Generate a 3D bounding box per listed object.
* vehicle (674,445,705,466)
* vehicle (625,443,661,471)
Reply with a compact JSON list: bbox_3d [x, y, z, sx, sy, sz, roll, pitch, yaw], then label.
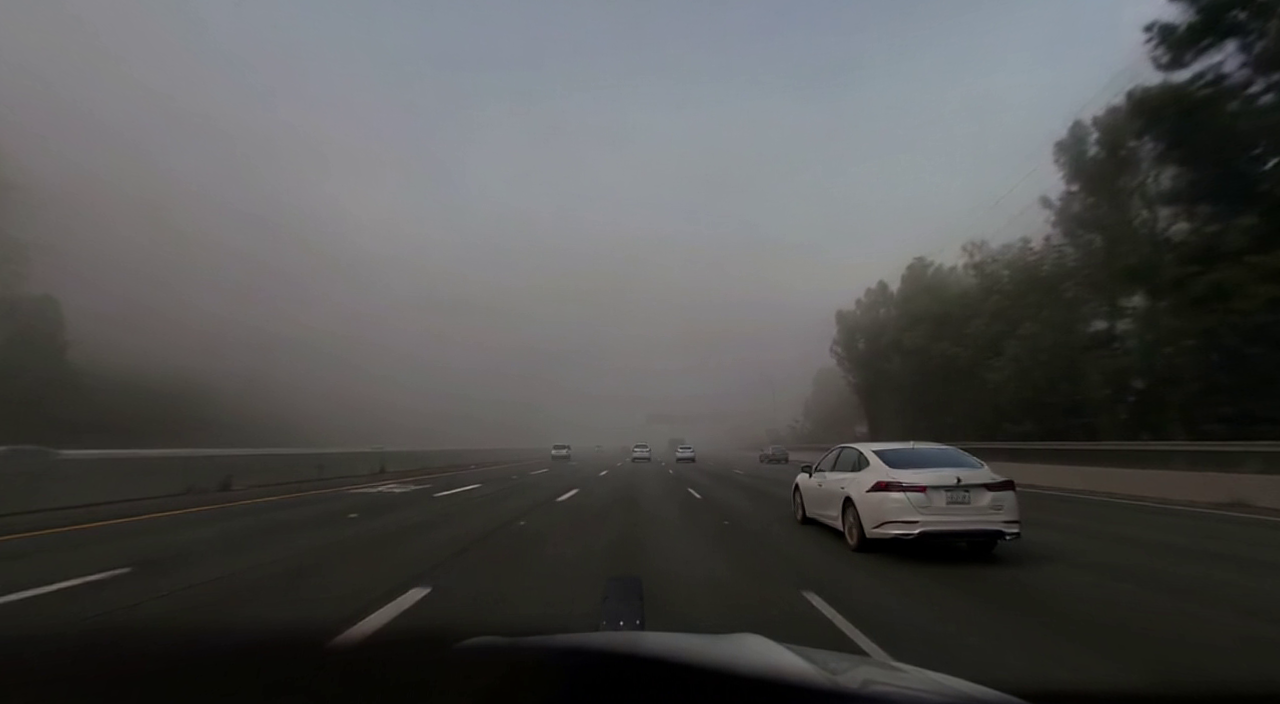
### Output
[{"bbox_3d":[3.753,7.964,48.482,2.076,1.506,4.050,0,-9,0],"label":"vehicle"},{"bbox_3d":[0.213,6.392,38.496,2.066,1.562,4.198,0,-9,1],"label":"vehicle"}]
